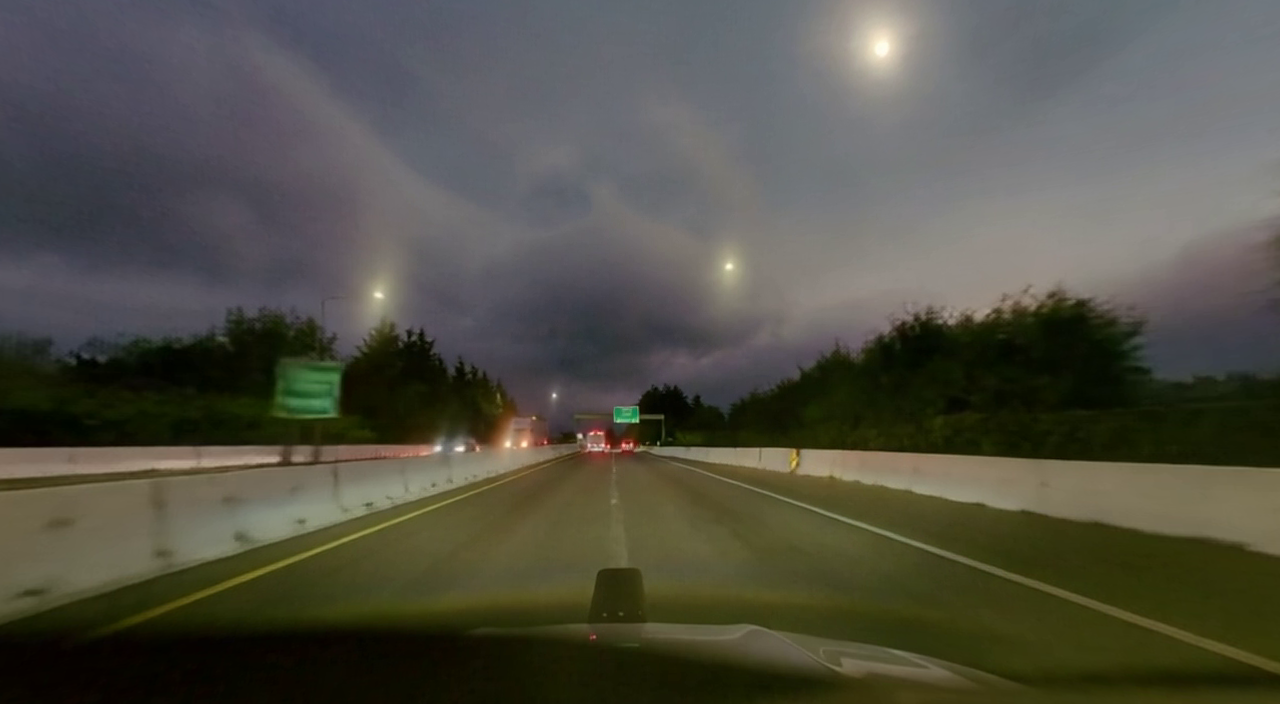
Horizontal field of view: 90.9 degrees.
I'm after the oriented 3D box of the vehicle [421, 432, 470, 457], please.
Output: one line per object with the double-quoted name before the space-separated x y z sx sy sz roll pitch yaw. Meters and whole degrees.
"vehicle" -13.319 6.362 43.435 1.984 1.639 4.528 0 -8 -1
